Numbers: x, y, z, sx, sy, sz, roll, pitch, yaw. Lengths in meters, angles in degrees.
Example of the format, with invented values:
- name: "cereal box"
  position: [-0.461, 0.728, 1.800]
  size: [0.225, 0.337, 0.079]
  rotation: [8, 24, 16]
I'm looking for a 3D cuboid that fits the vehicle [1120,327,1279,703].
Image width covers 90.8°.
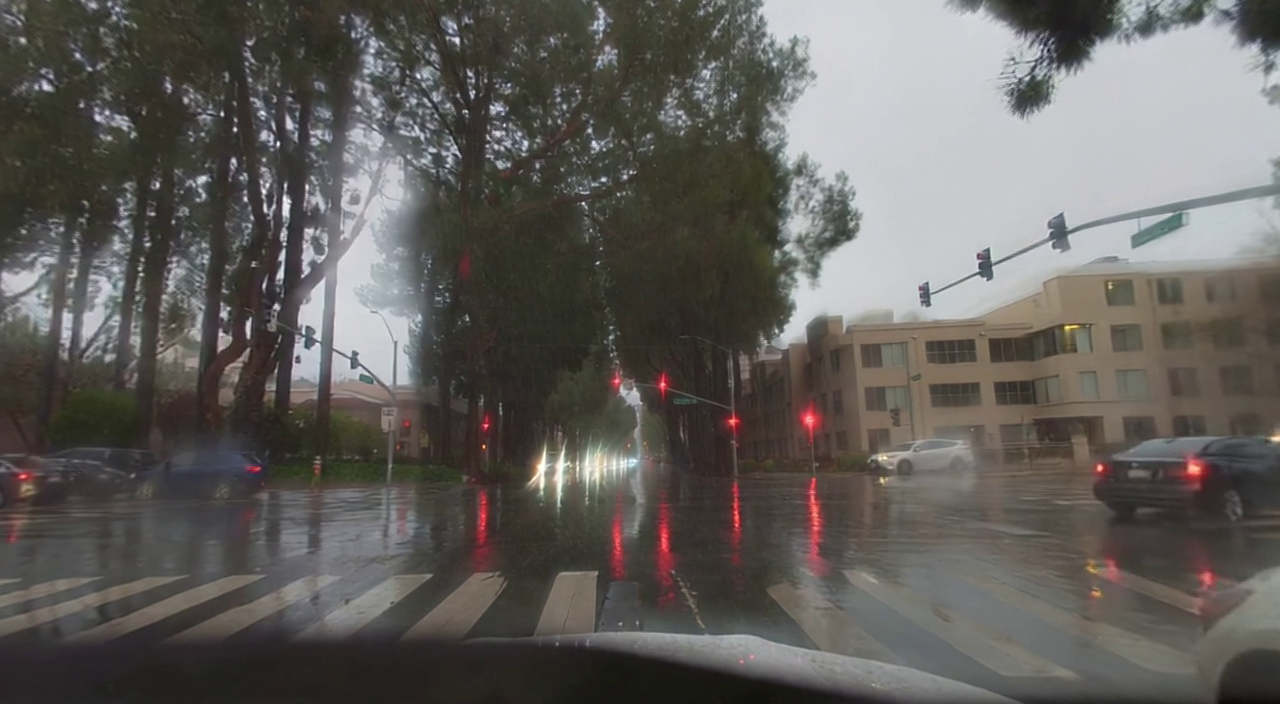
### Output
- name: "vehicle"
  position: [3.171, 0.521, 0.451]
  size: [2.227, 1.705, 4.719]
  rotation: [-1, -8, 5]

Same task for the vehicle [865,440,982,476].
- name: "vehicle"
  position: [15.645, 5.887, 35.144]
  size: [5.220, 1.897, 2.596]
  rotation: [0, -8, 0]

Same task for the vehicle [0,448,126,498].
- name: "vehicle"
  position: [-22.321, 4.416, 23.272]
  size: [4.748, 1.727, 2.325]
  rotation: [0, -8, 1]

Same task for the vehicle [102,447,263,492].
- name: "vehicle"
  position: [-19.136, 4.949, 26.660]
  size: [4.798, 1.763, 2.536]
  rotation: [0, -10, 0]
